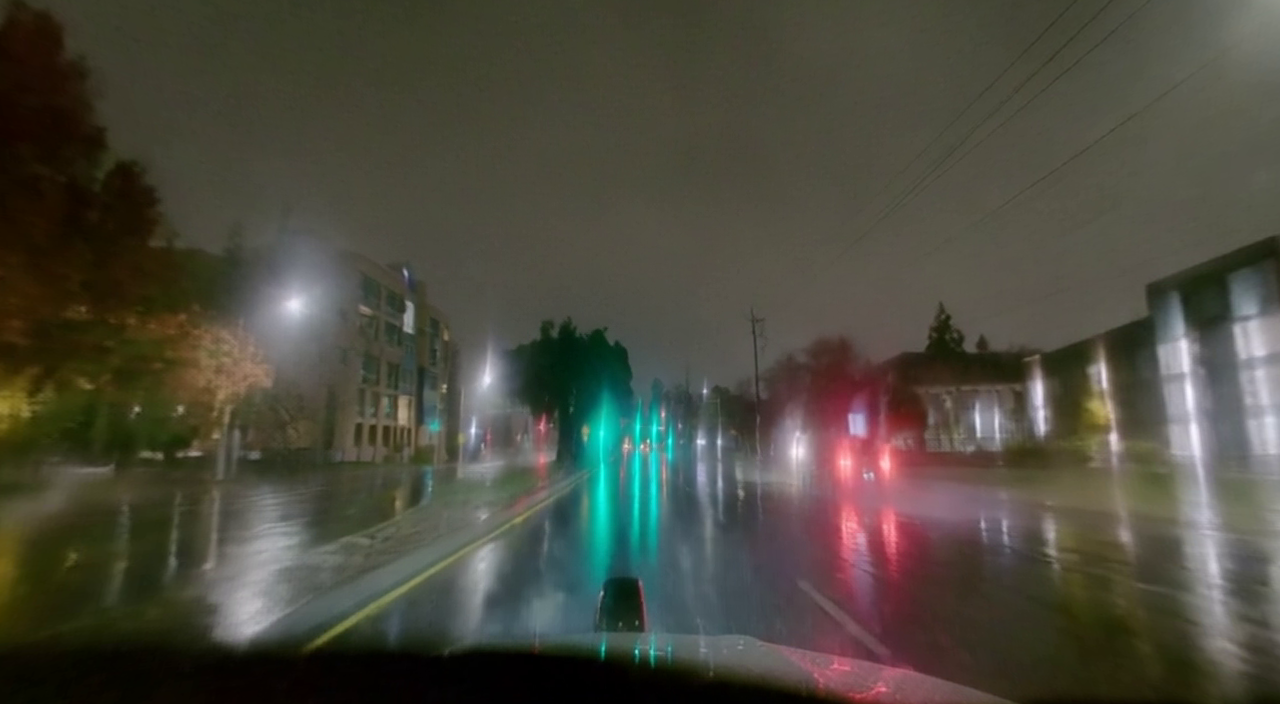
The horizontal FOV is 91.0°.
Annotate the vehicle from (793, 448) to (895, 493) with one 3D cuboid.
[{"bbox_3d":[7.084,4.156,22.452,2.054,1.421,4.487,0,-9,-1],"label":"vehicle"}]
